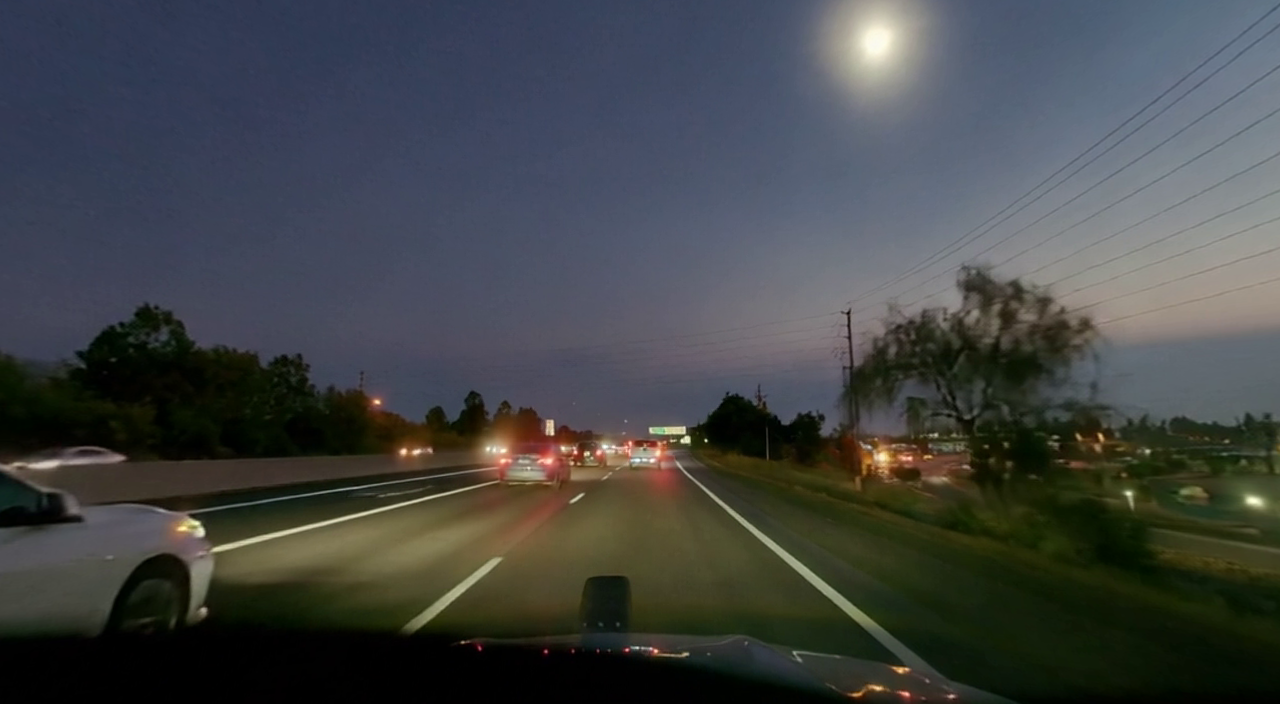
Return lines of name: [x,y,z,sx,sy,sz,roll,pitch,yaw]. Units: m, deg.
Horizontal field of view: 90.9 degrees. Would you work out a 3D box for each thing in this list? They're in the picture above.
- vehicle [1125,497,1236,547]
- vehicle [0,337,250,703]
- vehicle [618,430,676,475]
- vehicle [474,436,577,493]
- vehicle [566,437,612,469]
vehicle: [30.652,9.576,36.056,2.164,2.048,5.656,-2,-8,11]
vehicle: [-3.824,0.730,2.087,2.104,1.754,4.515,0,-8,1]
vehicle: [0.334,4.361,27.502,2.319,1.813,4.274,0,-8,1]
vehicle: [-3.233,3.290,18.826,2.092,1.464,4.466,0,-8,2]
vehicle: [-2.867,5.814,36.535,2.051,1.695,4.731,-1,-8,3]
